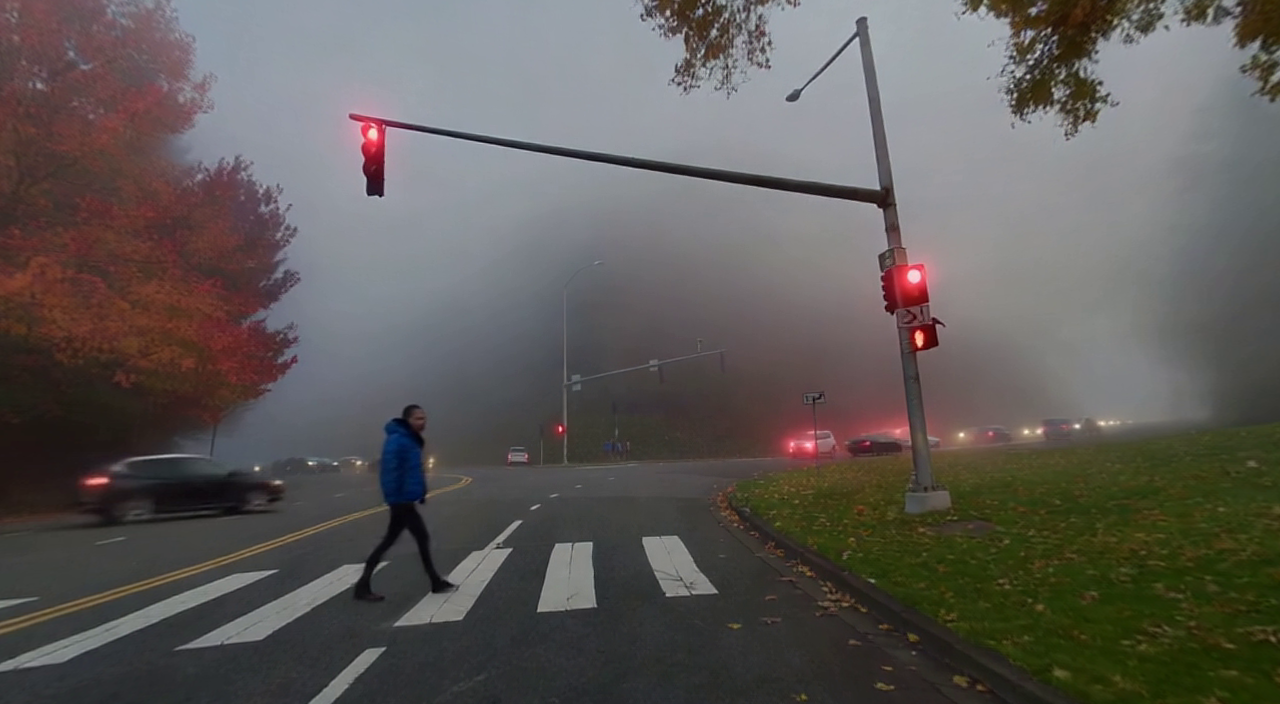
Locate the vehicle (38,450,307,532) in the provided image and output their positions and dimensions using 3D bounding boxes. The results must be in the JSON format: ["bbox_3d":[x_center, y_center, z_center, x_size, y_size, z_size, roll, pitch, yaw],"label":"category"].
[{"bbox_3d":[-10.932,3.168,15.028,1.915,1.586,4.734,-7,-11,39],"label":"vehicle"}]

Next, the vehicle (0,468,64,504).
[{"bbox_3d":[-30.339,6.449,30.348,1.800,1.520,3.968,2,-9,-14],"label":"vehicle"}]

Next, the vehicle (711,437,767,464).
[{"bbox_3d":[6.964,6.897,43.955,1.867,1.743,4.259,-8,-11,40],"label":"vehicle"}]

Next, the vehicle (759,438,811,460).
[{"bbox_3d":[11.481,7.640,49.354,1.979,1.659,4.907,-8,-11,39],"label":"vehicle"}]
